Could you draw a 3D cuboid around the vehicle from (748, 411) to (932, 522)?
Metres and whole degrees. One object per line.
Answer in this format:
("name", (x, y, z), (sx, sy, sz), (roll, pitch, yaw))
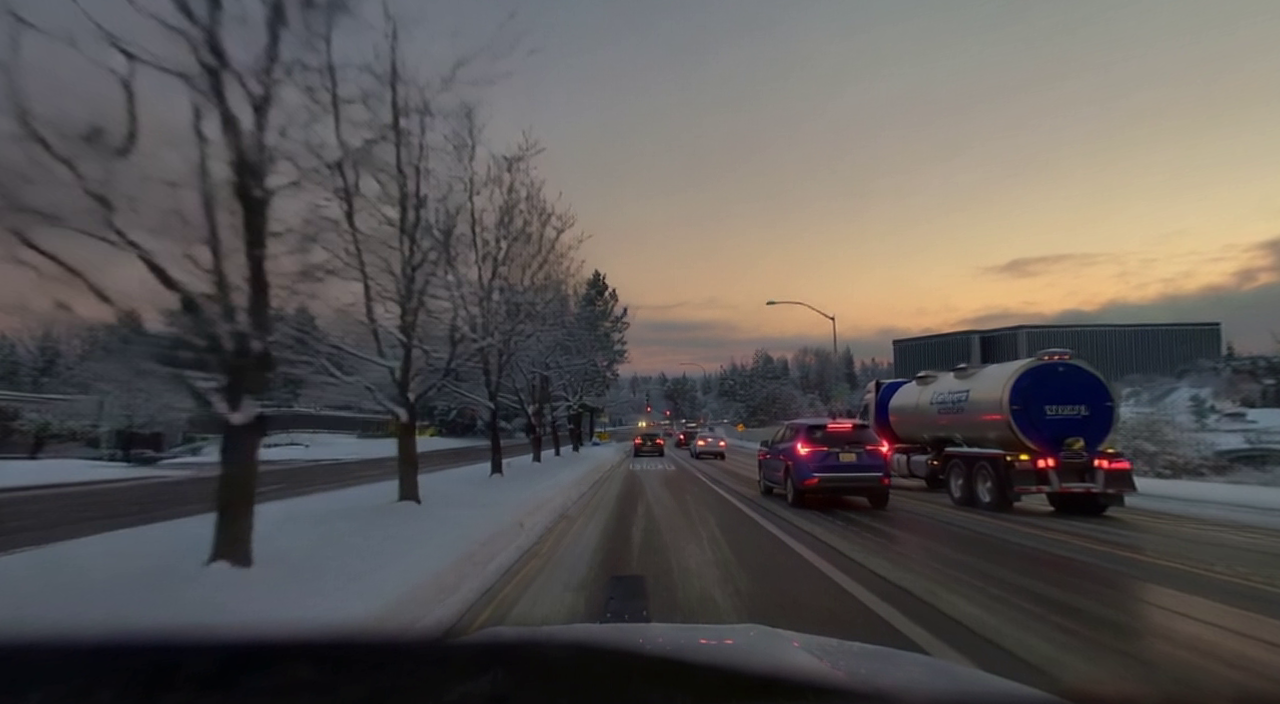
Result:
("vehicle", (3.547, 2.132, 12.241), (2.045, 1.729, 4.532), (0, -8, 0))

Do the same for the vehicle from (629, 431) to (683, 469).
("vehicle", (0.636, 4.210, 27.059), (2.148, 1.488, 4.002), (0, -8, 0))

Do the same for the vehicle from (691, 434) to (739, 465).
("vehicle", (3.864, 5.123, 33.219), (1.917, 1.475, 4.081), (0, -8, -1))

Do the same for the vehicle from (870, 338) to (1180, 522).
("vehicle", (7.873, 1.801, 14.214), (2.849, 3.207, 6.275), (0, -8, -1))
